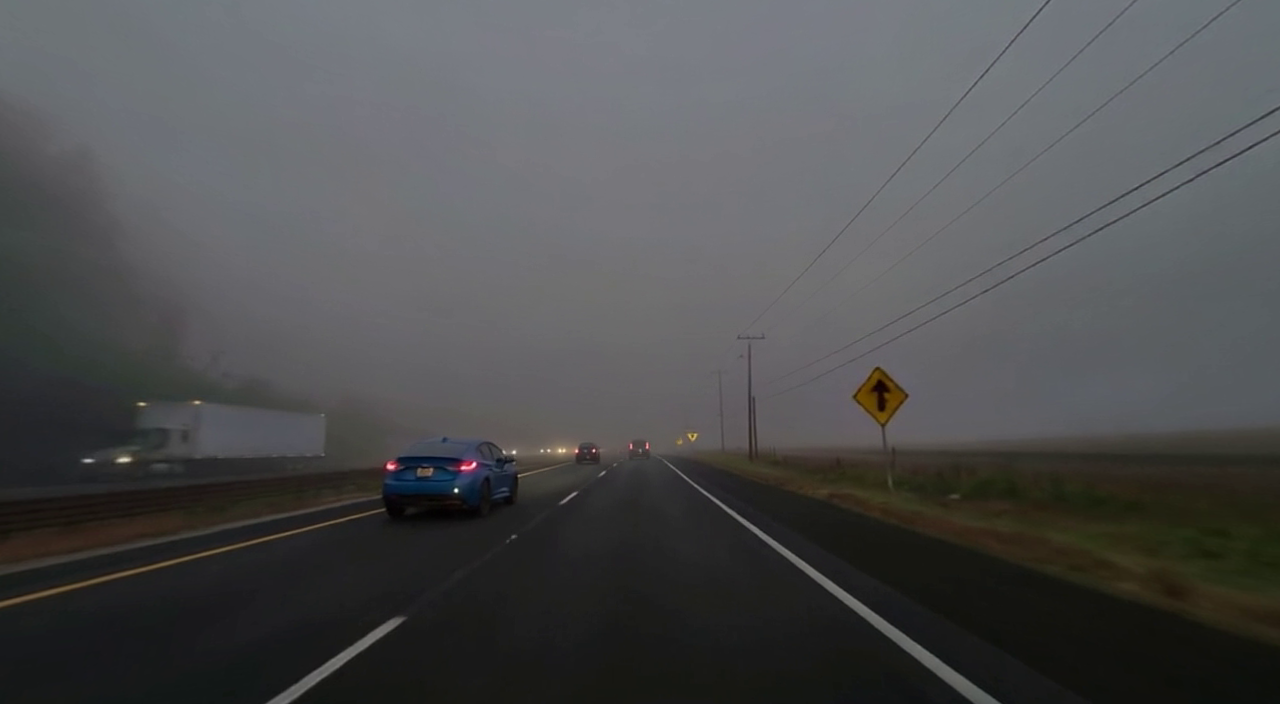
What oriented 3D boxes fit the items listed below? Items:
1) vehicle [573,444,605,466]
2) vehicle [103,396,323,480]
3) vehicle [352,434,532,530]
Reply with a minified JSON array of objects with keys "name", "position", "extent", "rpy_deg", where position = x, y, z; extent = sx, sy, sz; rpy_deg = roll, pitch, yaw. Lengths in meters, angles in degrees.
[{"name":"vehicle","position":[-3.718,7.584,46.348],"extent":[1.953,1.517,4.407],"rpy_deg":[-1,-9,0]},{"name":"vehicle","position":[-25.014,5.437,38.890],"extent":[2.908,4.075,15.445],"rpy_deg":[0,-9,0]},{"name":"vehicle","position":[-3.783,2.573,13.125],"extent":[2.120,1.597,4.810],"rpy_deg":[-1,-9,1]}]
